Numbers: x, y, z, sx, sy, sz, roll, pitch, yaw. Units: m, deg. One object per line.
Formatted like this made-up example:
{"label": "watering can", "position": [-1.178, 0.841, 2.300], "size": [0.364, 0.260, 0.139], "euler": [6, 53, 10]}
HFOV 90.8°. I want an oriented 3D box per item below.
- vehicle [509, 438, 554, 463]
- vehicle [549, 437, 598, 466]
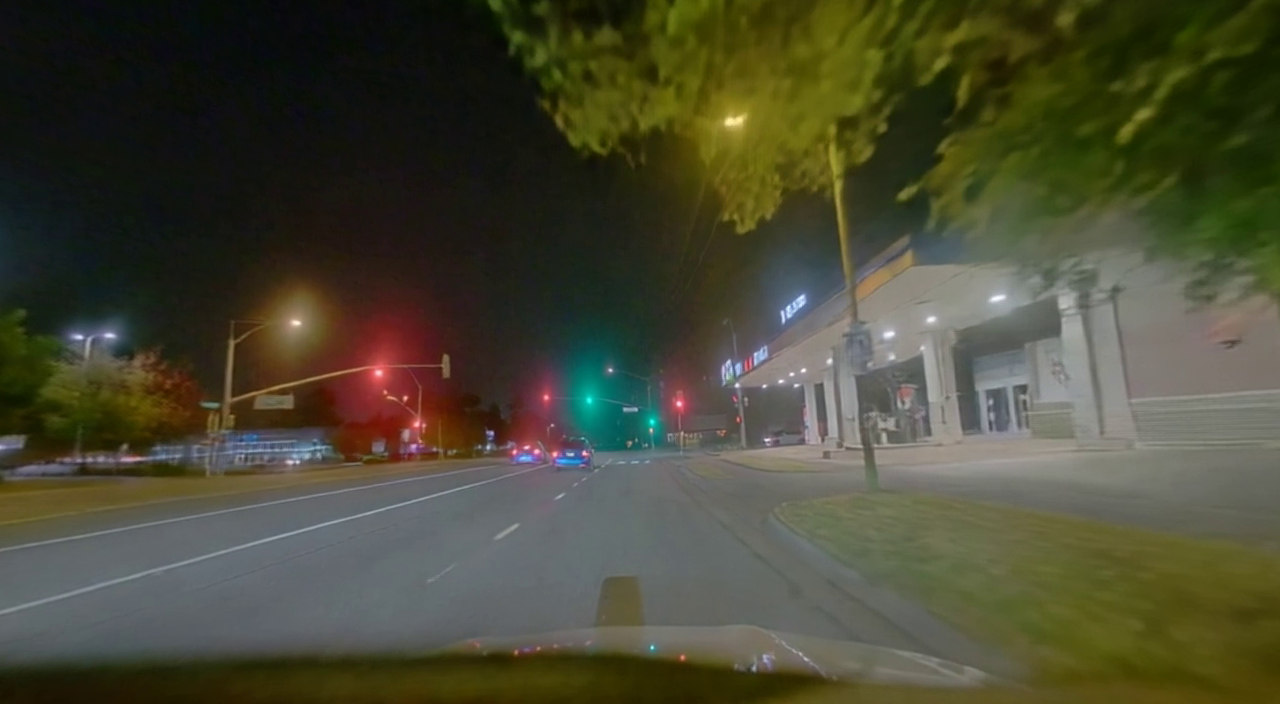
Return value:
{"label": "vehicle", "position": [-6.749, 6.189, 39.779], "size": [1.966, 1.439, 4.161], "euler": [0, -8, 2]}
{"label": "vehicle", "position": [-3.478, 5.303, 33.811], "size": [2.054, 1.449, 4.772], "euler": [0, -9, 1]}
